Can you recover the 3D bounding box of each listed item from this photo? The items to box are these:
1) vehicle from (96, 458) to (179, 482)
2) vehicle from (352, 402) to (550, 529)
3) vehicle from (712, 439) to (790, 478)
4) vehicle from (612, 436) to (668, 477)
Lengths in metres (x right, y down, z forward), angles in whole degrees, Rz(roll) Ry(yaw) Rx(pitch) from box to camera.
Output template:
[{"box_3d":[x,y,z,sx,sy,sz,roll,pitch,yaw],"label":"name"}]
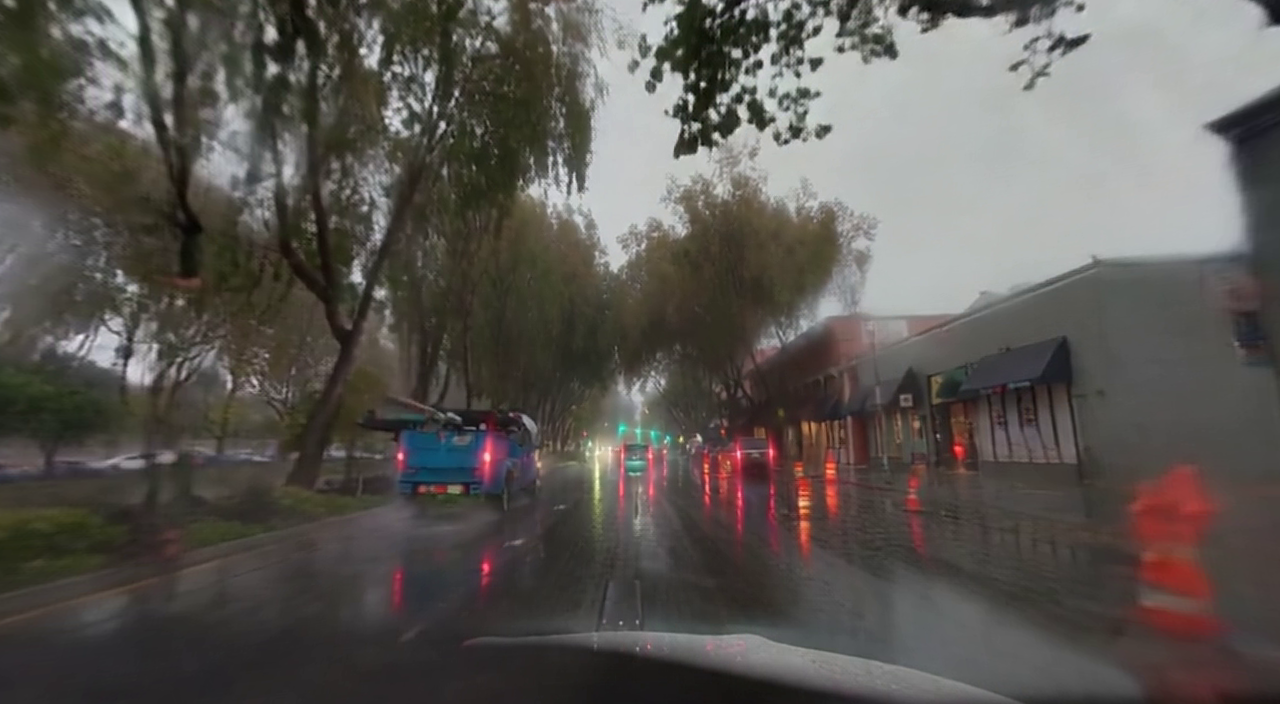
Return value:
[{"box_3d":[-34.849,8.190,43.956,1.876,1.470,4.711,0,-8,0],"label":"vehicle"},{"box_3d":[-3.508,2.287,13.302,2.424,2.063,5.678,0,-9,0],"label":"vehicle"},{"box_3d":[4.950,4.807,28.878,2.082,1.601,4.451,1,-9,-10],"label":"vehicle"},{"box_3d":[-0.046,4.856,29.552,2.413,1.748,4.406,0,-8,-1],"label":"vehicle"}]
